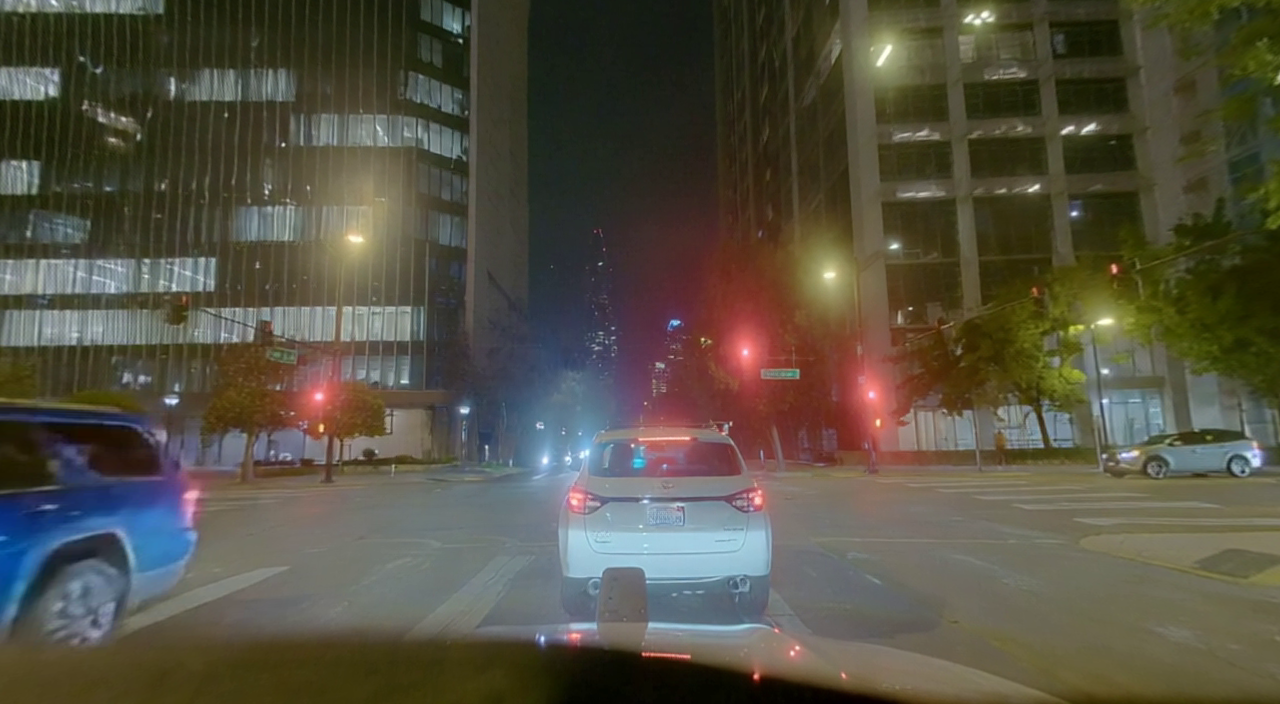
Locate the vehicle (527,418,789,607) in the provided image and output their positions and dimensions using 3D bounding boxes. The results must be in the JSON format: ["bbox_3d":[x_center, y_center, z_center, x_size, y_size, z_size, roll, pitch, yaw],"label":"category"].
[{"bbox_3d":[-0.143,1.653,7.492,1.893,1.532,4.145,2,-9,-16],"label":"vehicle"}]

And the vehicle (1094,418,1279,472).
[{"bbox_3d":[19.122,3.270,22.220,4.675,1.772,1.945,0,-8,0],"label":"vehicle"}]

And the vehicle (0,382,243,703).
[{"bbox_3d":[-4.465,1.014,3.148,2.006,1.756,4.599,0,-8,-1],"label":"vehicle"}]
